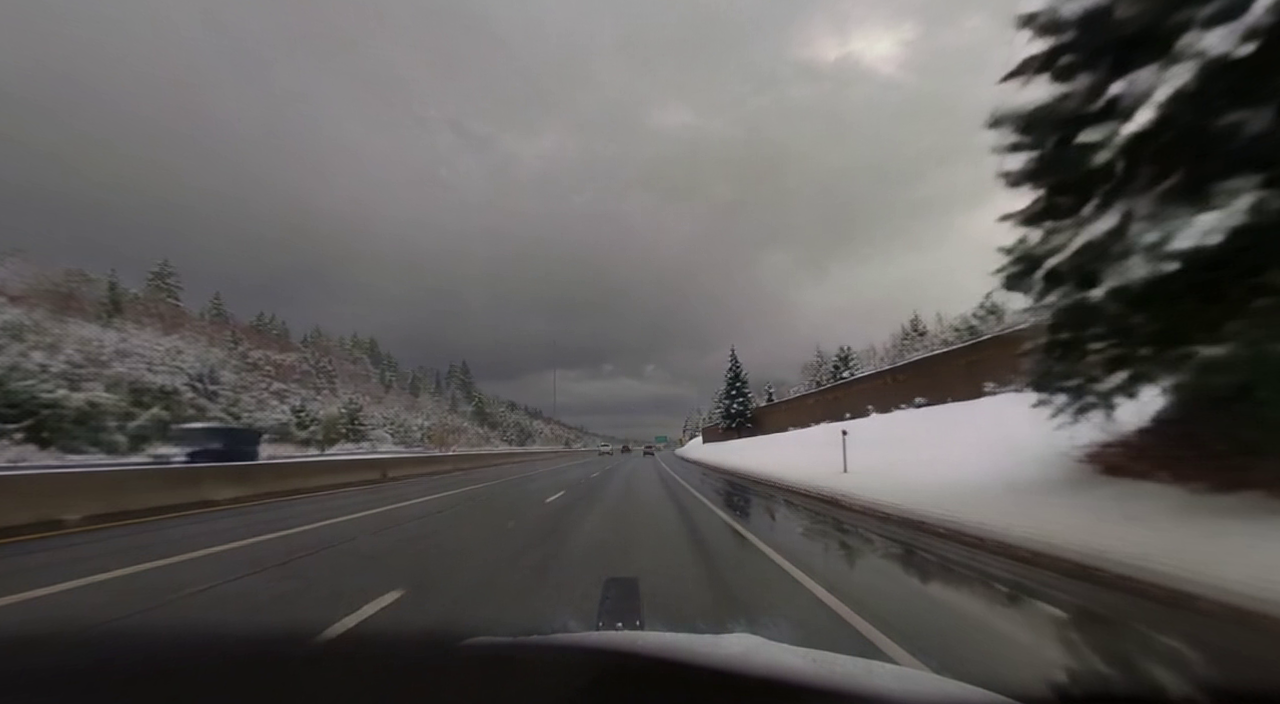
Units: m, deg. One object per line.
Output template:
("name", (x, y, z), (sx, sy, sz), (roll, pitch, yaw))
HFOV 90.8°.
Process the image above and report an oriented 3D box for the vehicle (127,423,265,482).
("vehicle", (-22.296, 5.112, 32.223), (2.297, 2.677, 6.429), (0, -9, 0))
